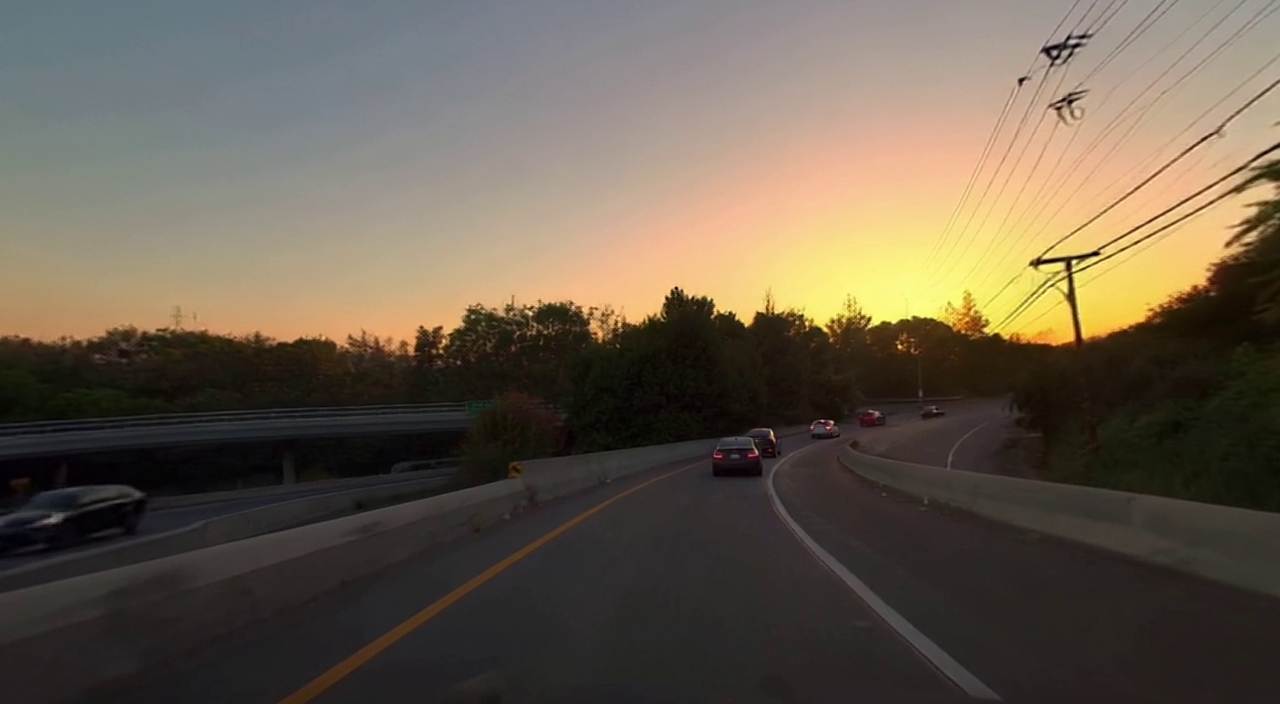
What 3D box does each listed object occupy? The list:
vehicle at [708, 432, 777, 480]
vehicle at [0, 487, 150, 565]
[{"bbox_3d":[3.617,3.577,21.855,2.091,1.482,4.321,-2,-9,11],"label":"vehicle"},{"bbox_3d":[-14.853,4.419,16.376,1.879,1.449,4.002,2,-9,-16],"label":"vehicle"}]
